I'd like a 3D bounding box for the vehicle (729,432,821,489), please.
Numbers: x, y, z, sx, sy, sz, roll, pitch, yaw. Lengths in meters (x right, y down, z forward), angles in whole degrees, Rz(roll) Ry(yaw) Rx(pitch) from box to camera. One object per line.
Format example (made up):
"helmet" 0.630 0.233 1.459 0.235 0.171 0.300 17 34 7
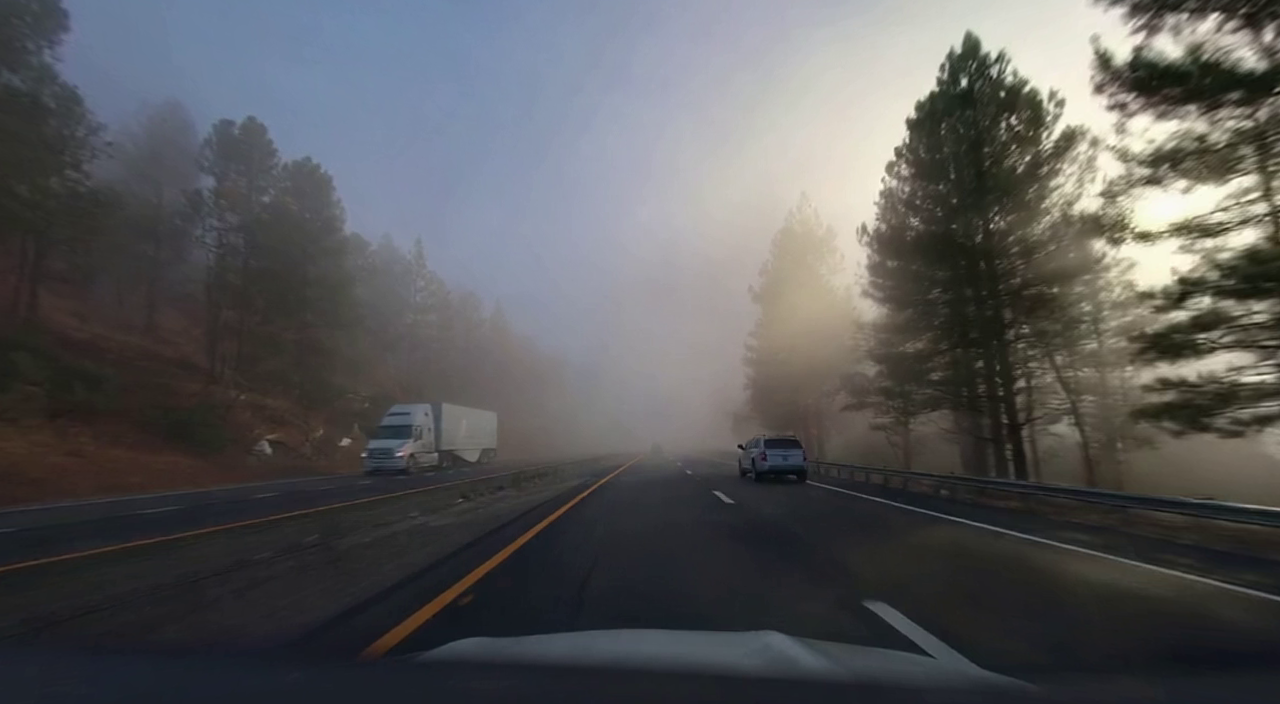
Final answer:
"vehicle" 4.468 3.682 21.734 2.098 1.703 4.862 0 -8 0

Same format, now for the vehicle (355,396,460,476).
"vehicle" -12.798 4.773 35.585 2.992 4.036 7.069 0 -8 1
